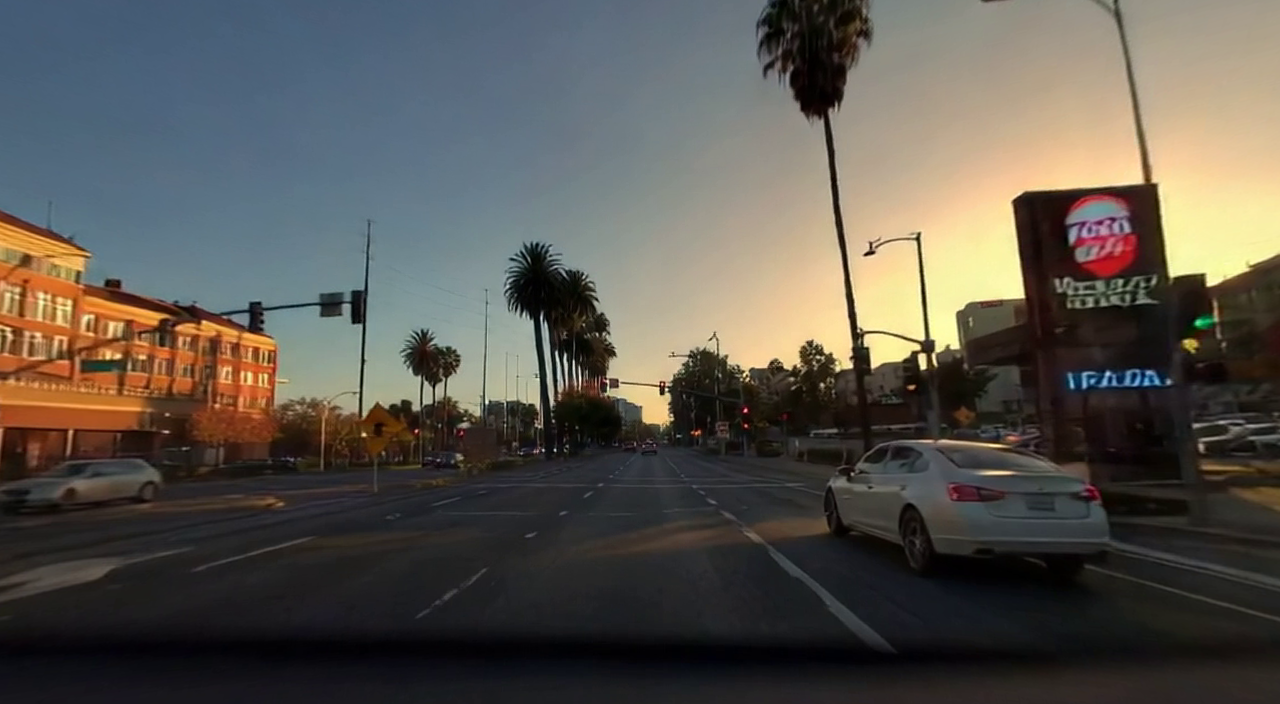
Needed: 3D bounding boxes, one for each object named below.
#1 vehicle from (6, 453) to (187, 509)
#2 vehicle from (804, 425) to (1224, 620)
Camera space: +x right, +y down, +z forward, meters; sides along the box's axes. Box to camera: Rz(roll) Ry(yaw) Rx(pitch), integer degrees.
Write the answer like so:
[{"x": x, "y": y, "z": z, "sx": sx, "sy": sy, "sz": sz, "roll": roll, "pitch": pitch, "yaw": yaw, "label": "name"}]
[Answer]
[{"x": -18.186, "y": 4.289, "z": 21.507, "sx": 1.899, "sy": 1.615, "sz": 4.784, "roll": 0, "pitch": -8, "yaw": 0, "label": "vehicle"}, {"x": 3.501, "y": 1.662, "z": 7.283, "sx": 1.870, "sy": 1.467, "sz": 4.800, "roll": 0, "pitch": -8, "yaw": -1, "label": "vehicle"}]
